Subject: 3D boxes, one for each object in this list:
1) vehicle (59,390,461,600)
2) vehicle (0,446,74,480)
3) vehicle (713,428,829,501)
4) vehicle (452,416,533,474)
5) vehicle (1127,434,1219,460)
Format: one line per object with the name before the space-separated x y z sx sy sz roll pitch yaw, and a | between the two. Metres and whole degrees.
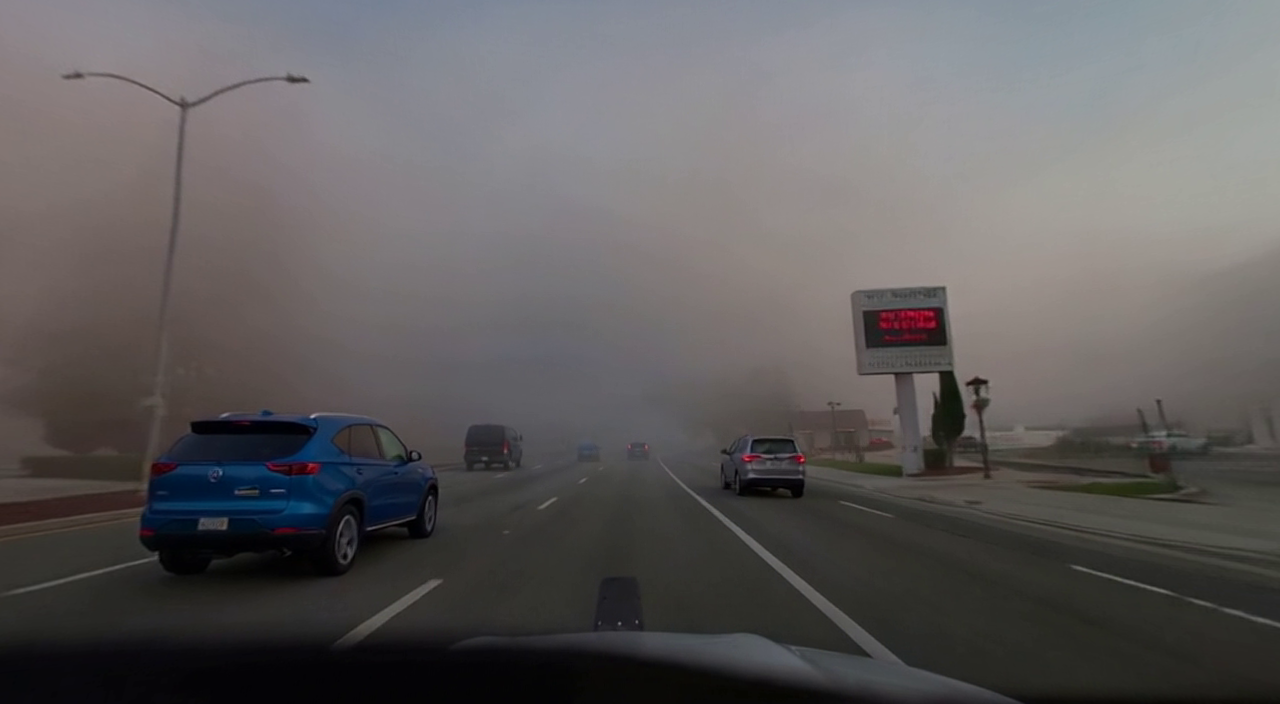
vehicle | -3.797 1.516 7.483 2.038 1.748 4.303 0 -9 0
vehicle | -32.553 5.729 32.628 4.452 1.684 1.978 0 -9 0
vehicle | 3.525 3.157 18.024 2.167 1.792 4.835 0 -9 -2
vehicle | -7.138 4.669 31.476 2.863 2.592 6.410 1 -9 -4
vehicle | 38.837 6.946 46.050 2.009 1.754 4.928 1 -9 -7
